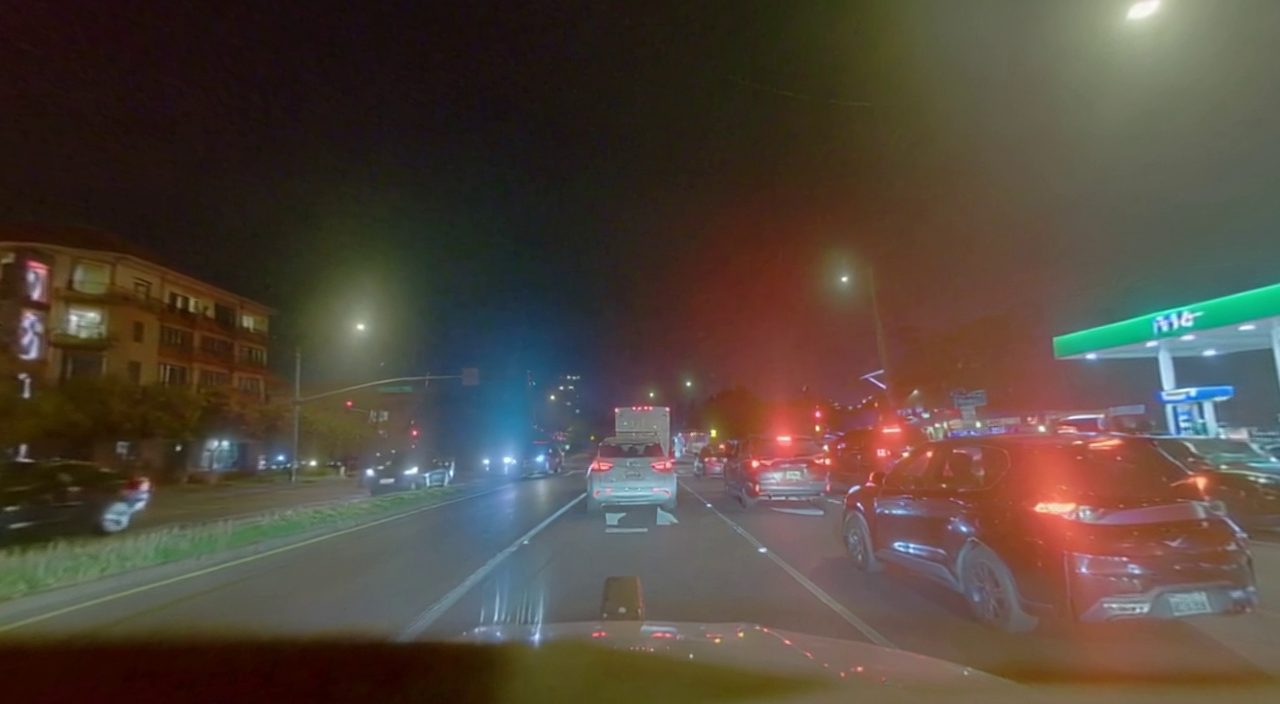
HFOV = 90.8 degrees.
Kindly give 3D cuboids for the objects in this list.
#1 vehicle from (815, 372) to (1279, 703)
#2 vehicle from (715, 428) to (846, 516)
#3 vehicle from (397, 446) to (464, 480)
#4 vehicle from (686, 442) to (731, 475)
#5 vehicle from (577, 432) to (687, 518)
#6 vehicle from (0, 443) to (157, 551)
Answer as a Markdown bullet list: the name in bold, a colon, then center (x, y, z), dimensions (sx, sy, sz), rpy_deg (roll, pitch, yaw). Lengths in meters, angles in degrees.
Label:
- **vehicle**: center (3.242, 1.272, 5.314), dimensions (2.056, 1.700, 4.399), rpy_deg (0, -9, -3)
- **vehicle**: center (2.980, 2.650, 14.399), dimensions (1.995, 1.677, 4.106), rpy_deg (0, -9, -1)
- **vehicle**: center (-11.352, 6.028, 34.656), dimensions (2.083, 1.719, 4.497), rpy_deg (-1, -9, 1)
- **vehicle**: center (3.345, 5.311, 31.575), dimensions (1.812, 1.518, 3.840), rpy_deg (0, -9, 0)
- **vehicle**: center (-0.179, 2.653, 14.075), dimensions (2.106, 1.613, 3.697), rpy_deg (0, -9, -1)
- **vehicle**: center (-11.061, 2.404, 10.715), dimensions (2.055, 1.663, 4.637), rpy_deg (0, -9, 0)
